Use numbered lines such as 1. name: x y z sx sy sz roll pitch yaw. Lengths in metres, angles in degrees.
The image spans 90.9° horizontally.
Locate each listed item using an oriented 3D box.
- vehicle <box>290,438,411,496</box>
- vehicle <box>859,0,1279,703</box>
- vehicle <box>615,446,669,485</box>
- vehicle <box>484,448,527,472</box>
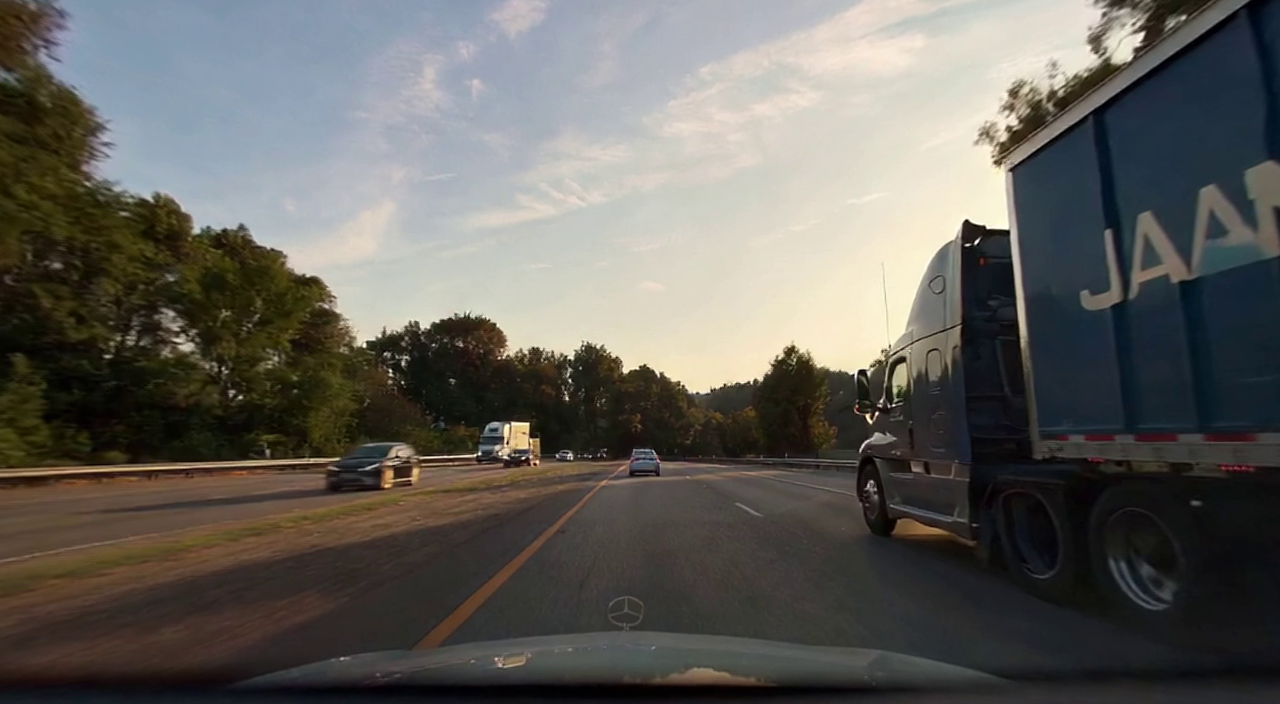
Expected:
1. vehicle: -8.901 3.549 19.782 1.878 1.590 3.982 0 -9 0
2. vehicle: 4.446 0.196 5.306 3.010 3.911 5.858 0 -9 0
3. vehicle: 0.060 4.807 27.033 2.114 1.523 4.012 0 -9 0
4. vehicle: -8.996 7.245 42.555 1.930 1.479 4.706 0 -9 0
